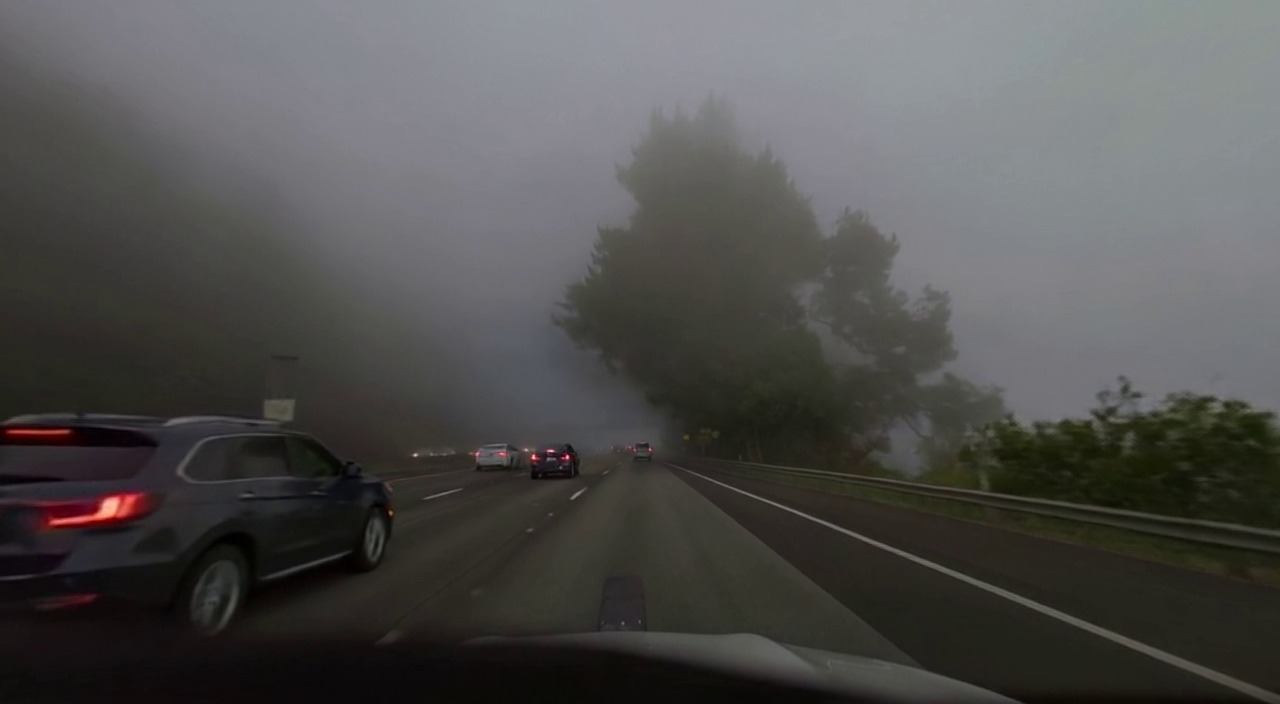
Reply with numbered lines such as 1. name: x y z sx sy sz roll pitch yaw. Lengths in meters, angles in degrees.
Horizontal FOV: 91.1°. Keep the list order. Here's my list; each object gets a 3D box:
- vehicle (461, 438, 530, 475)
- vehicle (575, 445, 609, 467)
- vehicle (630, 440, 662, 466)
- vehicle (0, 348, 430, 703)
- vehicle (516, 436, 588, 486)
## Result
1. vehicle: -7.199 5.269 31.935 2.134 1.715 5.231 0 -8 1
2. vehicle: -3.304 7.183 43.516 2.055 1.431 3.921 0 -8 0
3. vehicle: 0.474 7.561 47.152 2.285 1.797 4.478 0 -8 0
4. vehicle: -3.492 1.152 4.647 2.040 1.672 5.122 0 -8 1
5. vehicle: -3.177 4.032 23.567 2.056 1.679 4.204 0 -8 1
